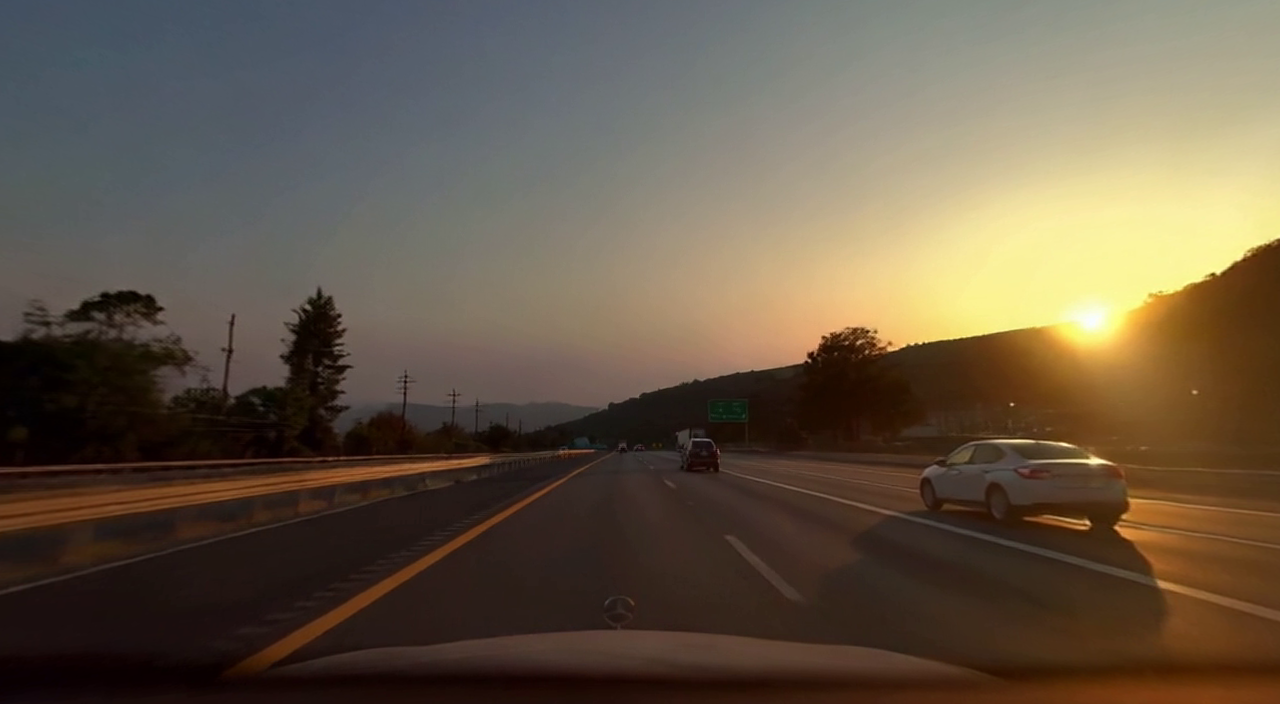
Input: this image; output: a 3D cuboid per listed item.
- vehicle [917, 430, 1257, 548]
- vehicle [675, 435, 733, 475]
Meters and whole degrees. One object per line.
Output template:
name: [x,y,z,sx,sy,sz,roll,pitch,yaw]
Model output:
vehicle: [6.870,2.126,10.664,2.046,1.509,4.929,0,-8,-1]
vehicle: [2.992,4.935,30.586,2.141,1.785,4.778,0,-8,-2]
